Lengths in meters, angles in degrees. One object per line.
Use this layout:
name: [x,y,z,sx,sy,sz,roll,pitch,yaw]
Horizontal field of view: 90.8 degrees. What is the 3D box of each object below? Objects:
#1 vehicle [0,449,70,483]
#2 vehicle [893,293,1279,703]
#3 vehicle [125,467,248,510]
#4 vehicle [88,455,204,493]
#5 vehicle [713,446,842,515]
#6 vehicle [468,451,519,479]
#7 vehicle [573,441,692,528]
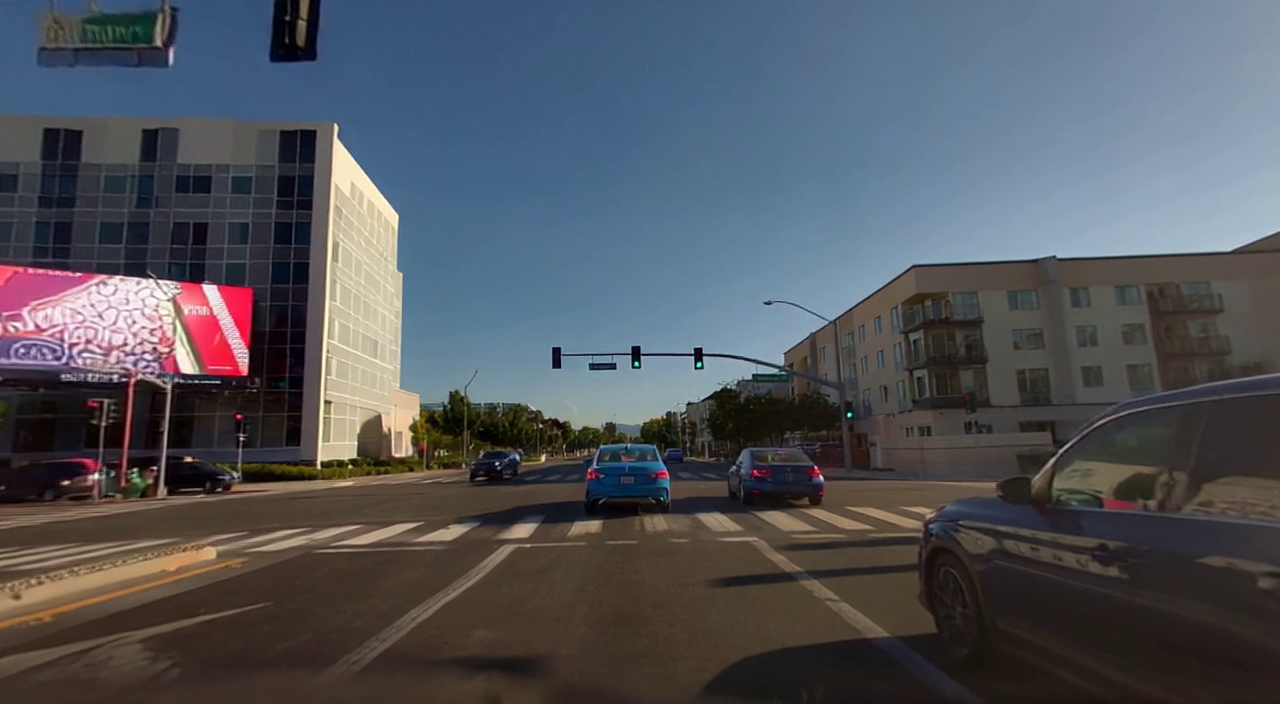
vehicle: [-35.724,6.416,35.632,2.145,1.797,5.198,-1,-8,2]
vehicle: [2.981,0.812,2.559,2.047,1.785,4.357,0,-8,0]
vehicle: [-19.173,5.749,26.987,1.942,1.453,4.448,0,-8,0]
vehicle: [-27.607,6.806,35.604,2.300,1.932,5.056,0,-9,2]
vehicle: [3.133,3.008,15.466,2.009,1.414,4.416,0,-8,-2]
vehicle: [-8.632,6.678,37.691,1.879,1.510,4.619,0,-8,1]
vehicle: [-0.180,2.617,13.103,2.095,1.502,3.873,0,-8,-1]
